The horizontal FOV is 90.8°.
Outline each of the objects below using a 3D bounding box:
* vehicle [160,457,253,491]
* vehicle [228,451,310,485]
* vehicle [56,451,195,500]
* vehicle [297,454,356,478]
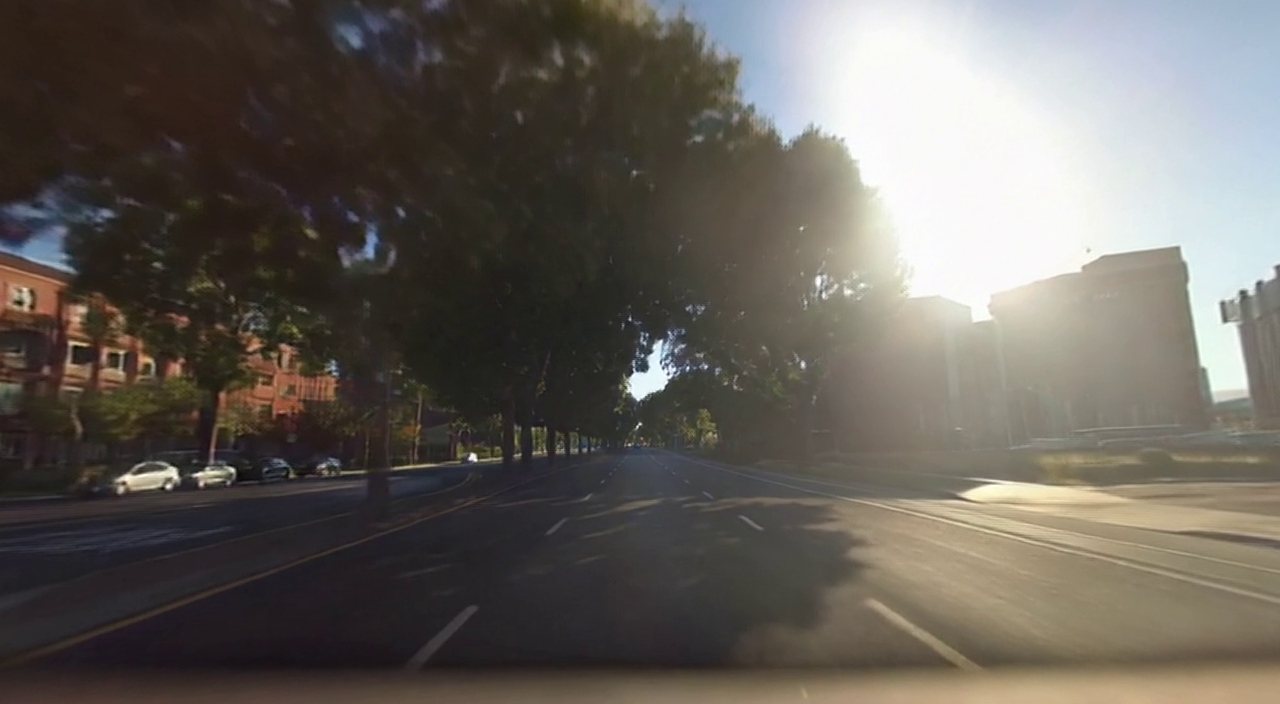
[{"bbox_3d":[-22.013,6.189,32.307,1.897,1.462,4.278,0,-8,-3],"label":"vehicle"},{"bbox_3d":[-22.156,6.886,37.954,2.043,1.816,4.776,0,-8,-1],"label":"vehicle"},{"bbox_3d":[-21.895,5.226,27.209,1.922,1.821,4.729,0,-8,0],"label":"vehicle"},{"bbox_3d":[-21.967,7.977,44.444,1.841,1.505,4.664,0,-8,-1],"label":"vehicle"}]
